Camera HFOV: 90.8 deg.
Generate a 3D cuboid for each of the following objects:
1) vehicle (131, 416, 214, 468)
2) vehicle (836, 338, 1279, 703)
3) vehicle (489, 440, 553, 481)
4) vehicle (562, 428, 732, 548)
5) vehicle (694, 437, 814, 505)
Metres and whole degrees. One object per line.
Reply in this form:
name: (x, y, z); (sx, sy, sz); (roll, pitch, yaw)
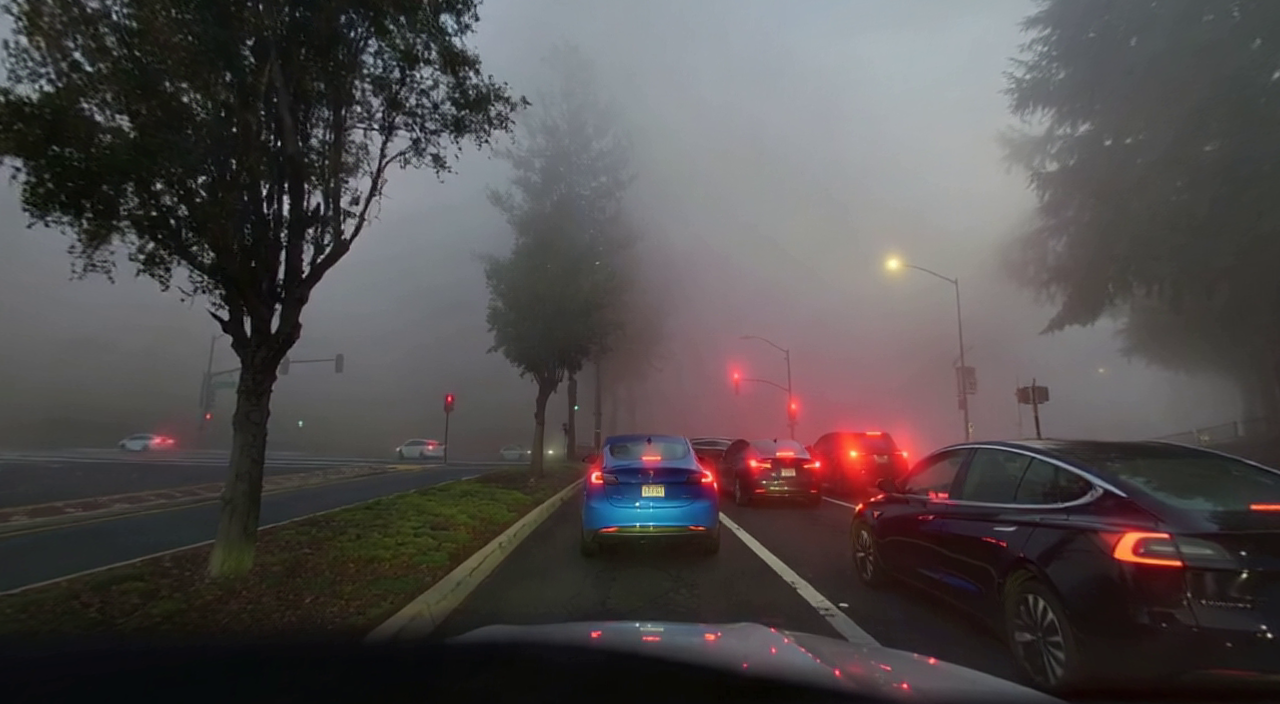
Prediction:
vehicle: (-29.265, 5.647, 39.696); (2.608, 2.990, 3.026); (2, -8, 1)
vehicle: (3.177, 1.106, 4.298); (2.167, 1.676, 4.443); (0, -8, -1)
vehicle: (-4.644, 4.283, 25.256); (1.972, 1.457, 4.171); (0, -8, -4)
vehicle: (0.027, 2.038, 10.174); (2.147, 1.499, 4.240); (0, -8, -2)
vehicle: (2.687, 2.924, 16.027); (2.058, 1.466, 4.208); (0, -8, -3)
